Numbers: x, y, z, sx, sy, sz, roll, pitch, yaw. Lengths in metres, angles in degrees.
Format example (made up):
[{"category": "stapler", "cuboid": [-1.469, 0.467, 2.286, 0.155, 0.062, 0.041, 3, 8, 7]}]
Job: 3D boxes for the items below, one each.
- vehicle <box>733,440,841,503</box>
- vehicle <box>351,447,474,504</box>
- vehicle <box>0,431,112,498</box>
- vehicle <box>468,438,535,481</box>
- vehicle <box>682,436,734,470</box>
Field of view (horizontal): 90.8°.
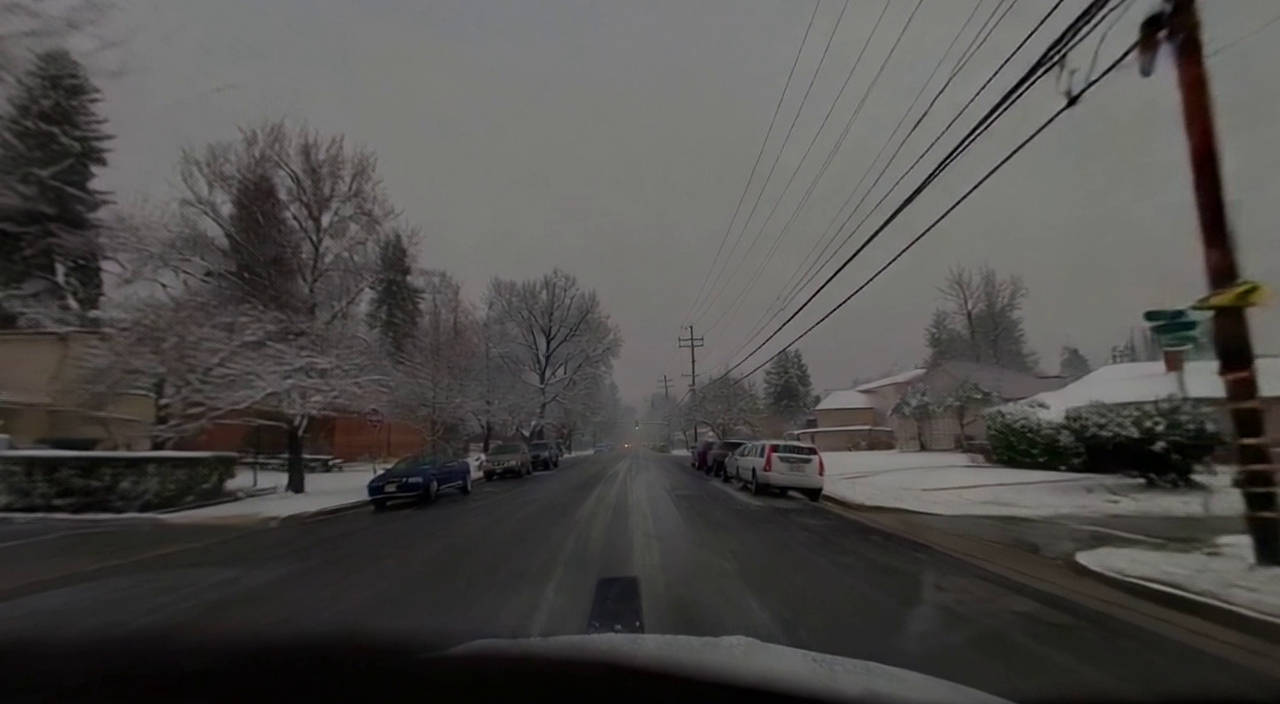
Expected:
[{"category": "vehicle", "cuboid": [3.666, 3.060, 16.614, 1.763, 1.432, 4.323, 0, -9, -1]}, {"category": "vehicle", "cuboid": [-6.454, 3.520, 18.553, 2.031, 1.454, 4.410, 0, -9, -1]}, {"category": "vehicle", "cuboid": [-17.816, 3.138, 17.802, 1.925, 1.750, 4.489, 0, -9, 0]}, {"category": "vehicle", "cuboid": [-6.315, 4.942, 29.302, 2.031, 1.799, 4.587, 0, -9, 0]}, {"category": "vehicle", "cuboid": [3.658, 5.587, 35.113, 2.178, 1.757, 5.495, 0, -9, -1]}]
